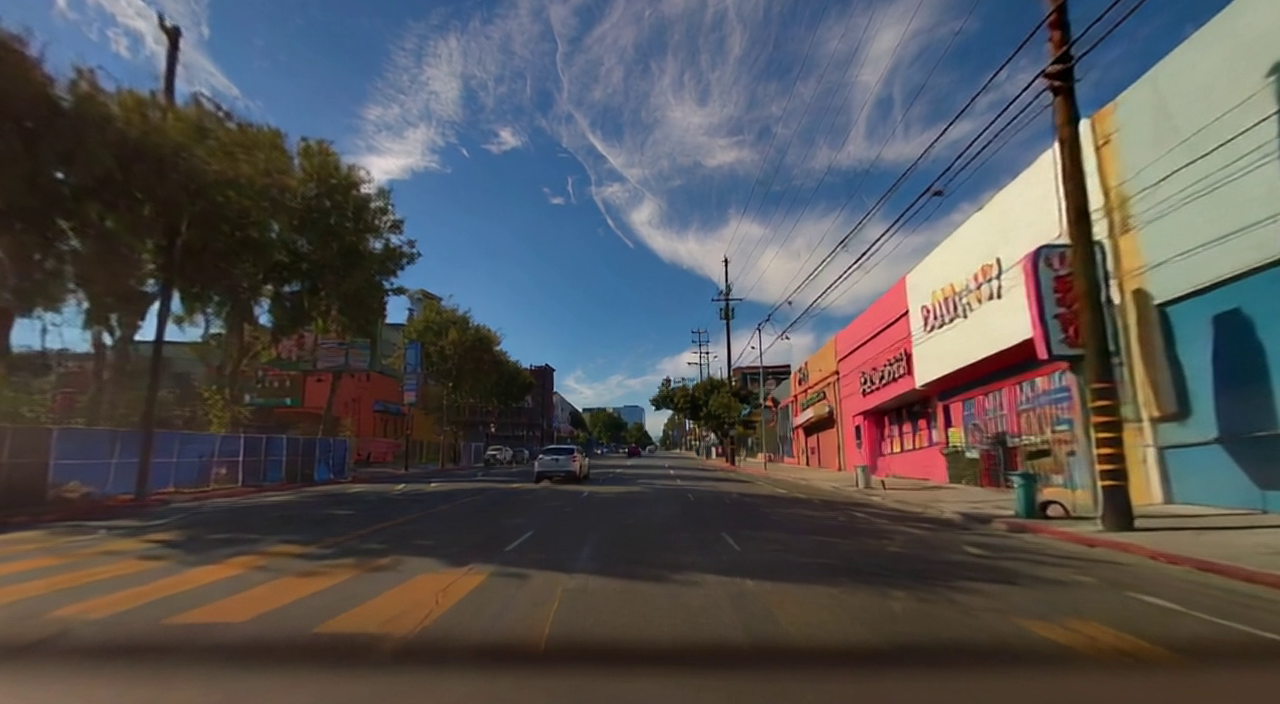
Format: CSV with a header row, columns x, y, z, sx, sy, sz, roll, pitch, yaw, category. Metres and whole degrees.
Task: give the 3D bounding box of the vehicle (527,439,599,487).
x,y,z,sx,sy,sz,roll,pitch,yaw,category
-2.760,4.110,23.719,2.036,1.589,4.549,0,-9,1,vehicle
